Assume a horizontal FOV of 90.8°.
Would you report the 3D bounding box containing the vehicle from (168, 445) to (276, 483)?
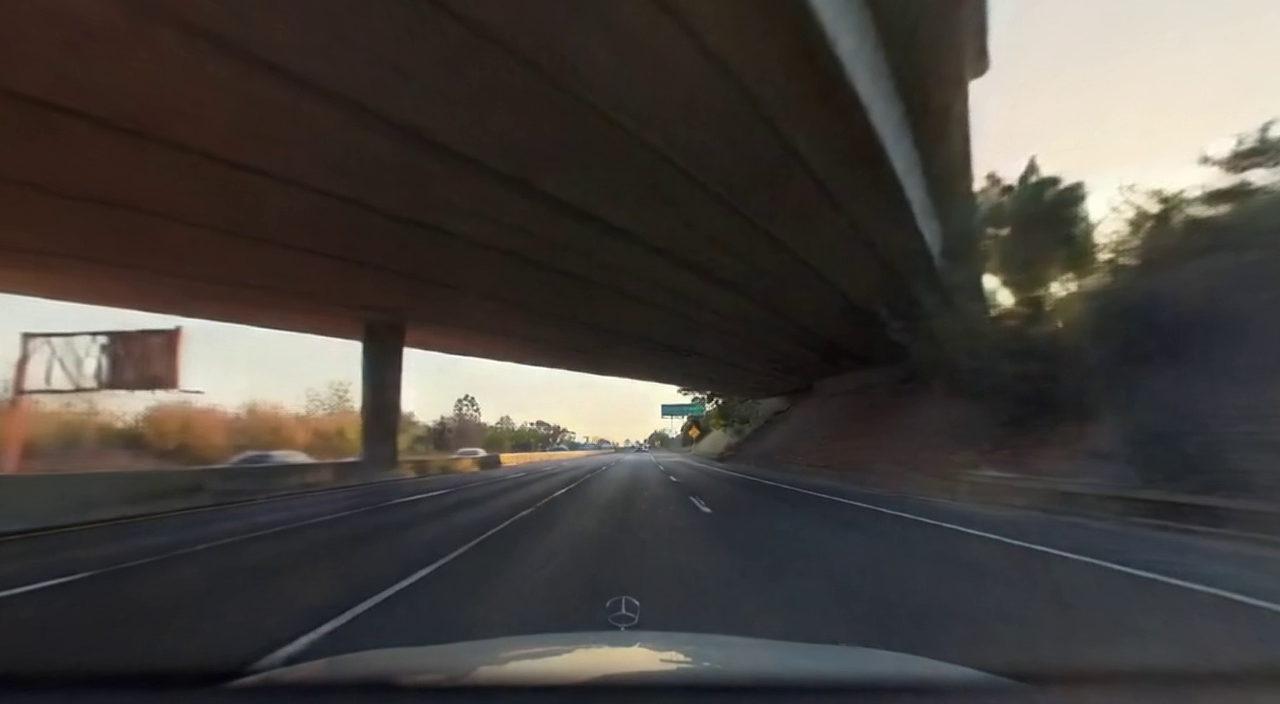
[{"bbox_3d":[-17.856,4.766,27.217,1.889,1.483,3.991,0,-9,0],"label":"vehicle"}]
